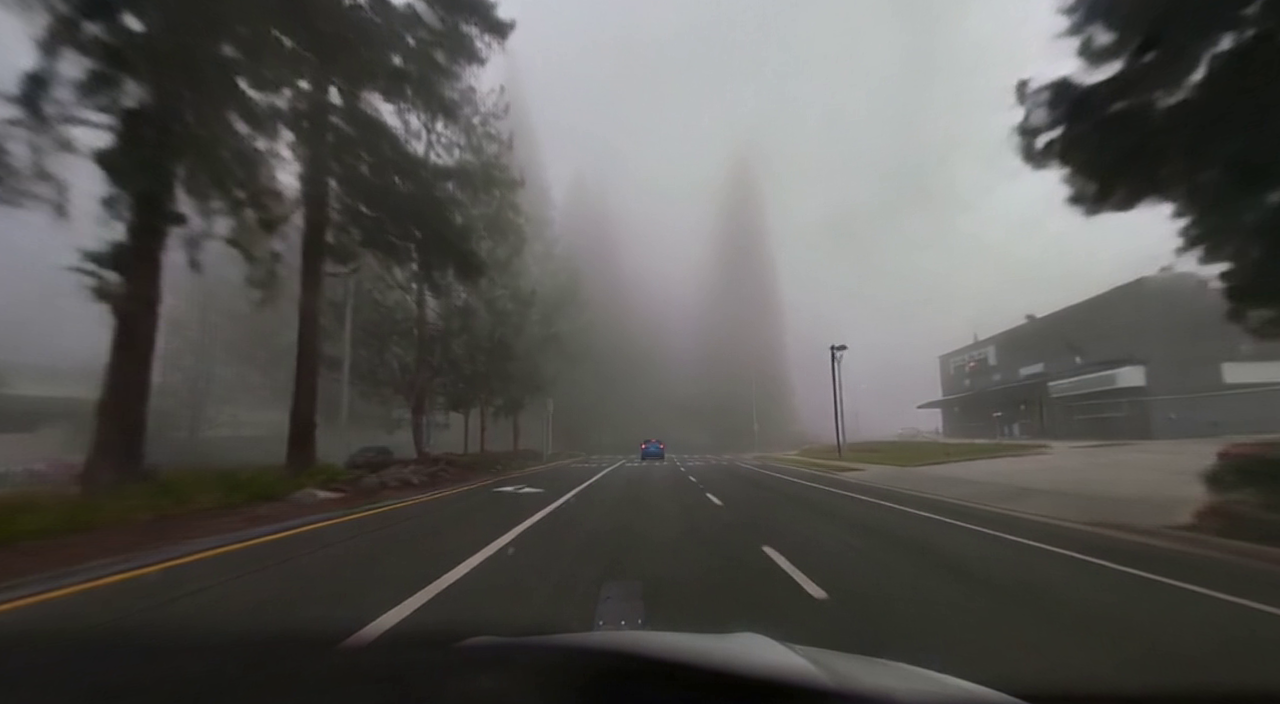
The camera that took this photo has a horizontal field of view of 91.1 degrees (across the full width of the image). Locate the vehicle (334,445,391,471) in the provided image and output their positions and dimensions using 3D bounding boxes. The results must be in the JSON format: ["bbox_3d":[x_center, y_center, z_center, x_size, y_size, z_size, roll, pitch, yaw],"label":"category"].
[{"bbox_3d":[-19.771,7.540,44.948,1.904,1.677,4.415,-1,-8,2],"label":"vehicle"}]

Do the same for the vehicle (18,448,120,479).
[{"bbox_3d":[-32.486,6.323,35.795,4.042,1.645,1.876,-1,-8,3],"label":"vehicle"}]

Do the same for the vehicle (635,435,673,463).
[{"bbox_3d":[0.858,5.760,37.440,2.144,1.505,4.128,-1,-8,2],"label":"vehicle"}]
